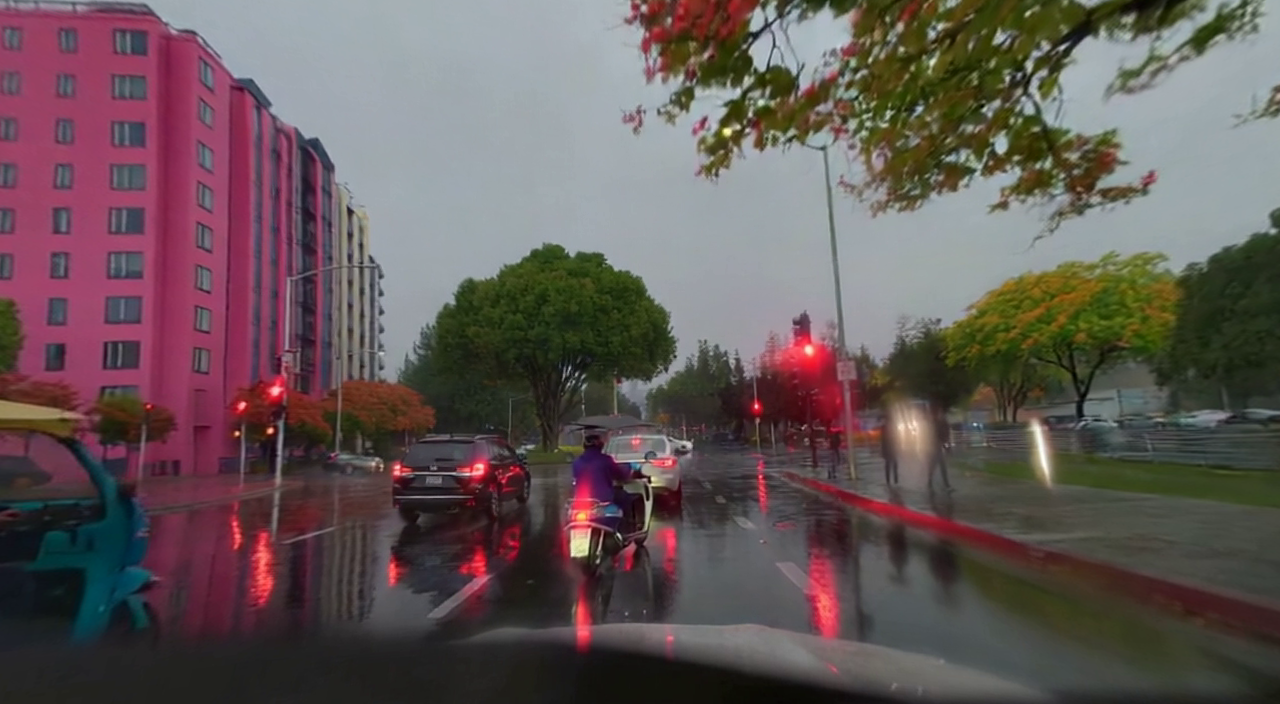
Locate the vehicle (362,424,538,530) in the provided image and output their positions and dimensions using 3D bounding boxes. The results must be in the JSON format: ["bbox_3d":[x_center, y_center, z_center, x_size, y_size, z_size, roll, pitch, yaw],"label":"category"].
[{"bbox_3d":[-3.281,2.248,11.867,1.935,1.615,4.073,-1,-9,2],"label":"vehicle"}]

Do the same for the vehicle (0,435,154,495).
[{"bbox_3d":[-28.857,5.756,32.439,5.890,2.393,2.346,-5,-7,0],"label":"vehicle"}]

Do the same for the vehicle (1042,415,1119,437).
[{"bbox_3d":[30.847,5.232,44.198,1.751,1.420,4.027,7,-11,-42],"label":"vehicle"}]

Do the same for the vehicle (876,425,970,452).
[{"bbox_3d":[16.501,5.084,36.820,4.661,1.456,1.862,-6,-10,32],"label":"vehicle"}]

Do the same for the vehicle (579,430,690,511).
[{"bbox_3d":[-0.060,2.483,13.646,2.025,1.458,4.085,-1,-9,1],"label":"vehicle"}]

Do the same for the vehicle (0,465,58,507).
[{"bbox_3d":[-24.166,5.157,24.389,1.495,1.345,3.336,3,-8,-27],"label":"vehicle"}]
